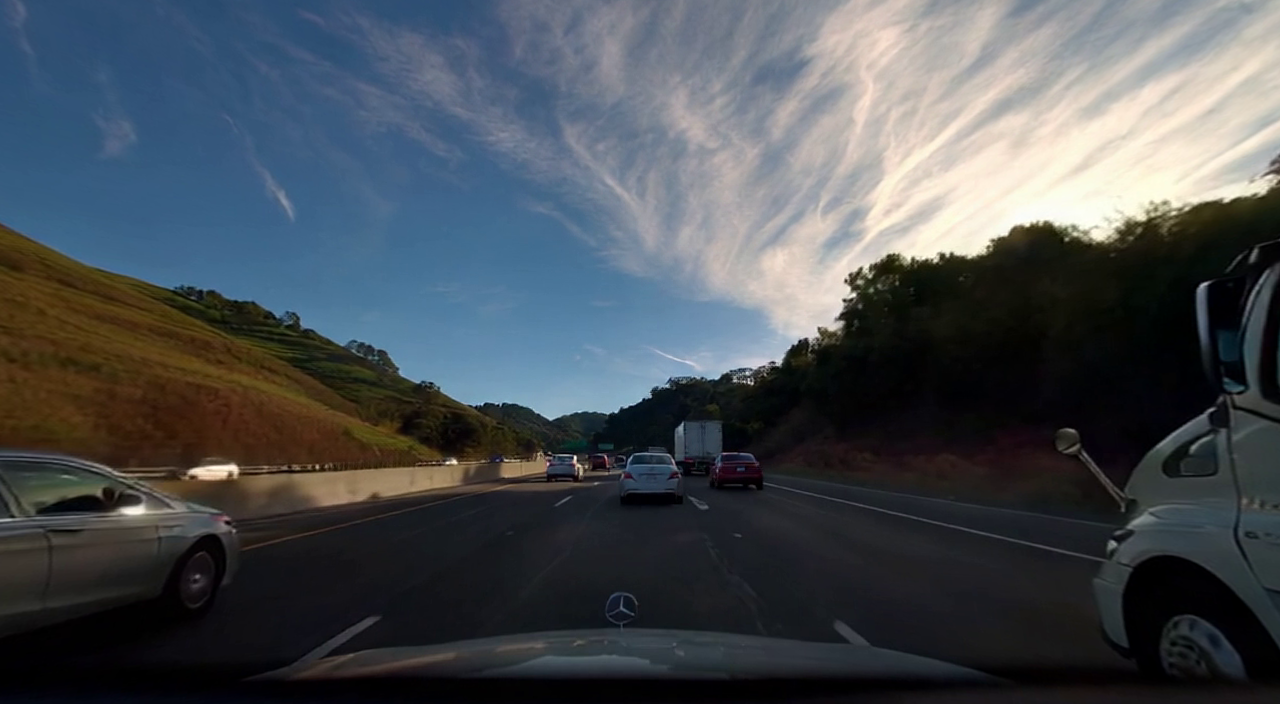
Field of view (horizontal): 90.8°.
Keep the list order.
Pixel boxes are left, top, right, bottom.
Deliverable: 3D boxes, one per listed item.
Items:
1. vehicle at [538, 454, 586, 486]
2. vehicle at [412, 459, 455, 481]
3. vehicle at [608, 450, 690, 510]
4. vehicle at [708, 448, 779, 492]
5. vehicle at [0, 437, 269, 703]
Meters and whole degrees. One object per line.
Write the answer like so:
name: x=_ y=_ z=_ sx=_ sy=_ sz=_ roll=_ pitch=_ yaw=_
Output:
vehicle: x=-3.794 y=5.808 z=31.336 sx=1.848 sy=1.486 sz=3.832 roll=0 pitch=-9 yaw=1
vehicle: x=-14.918 y=8.529 z=45.719 sx=1.758 sy=1.421 sz=3.735 roll=-1 pitch=-9 yaw=2
vehicle: x=0.235 y=3.486 z=17.573 sx=2.041 sy=1.484 sz=3.535 roll=0 pitch=-9 yaw=0
vehicle: x=4.019 y=4.657 z=25.309 sx=2.029 sy=1.579 sz=4.484 roll=0 pitch=-9 yaw=-1
vehicle: x=-4.373 y=1.237 z=3.457 sx=1.920 sy=1.506 sz=4.454 roll=0 pitch=-9 yaw=1
